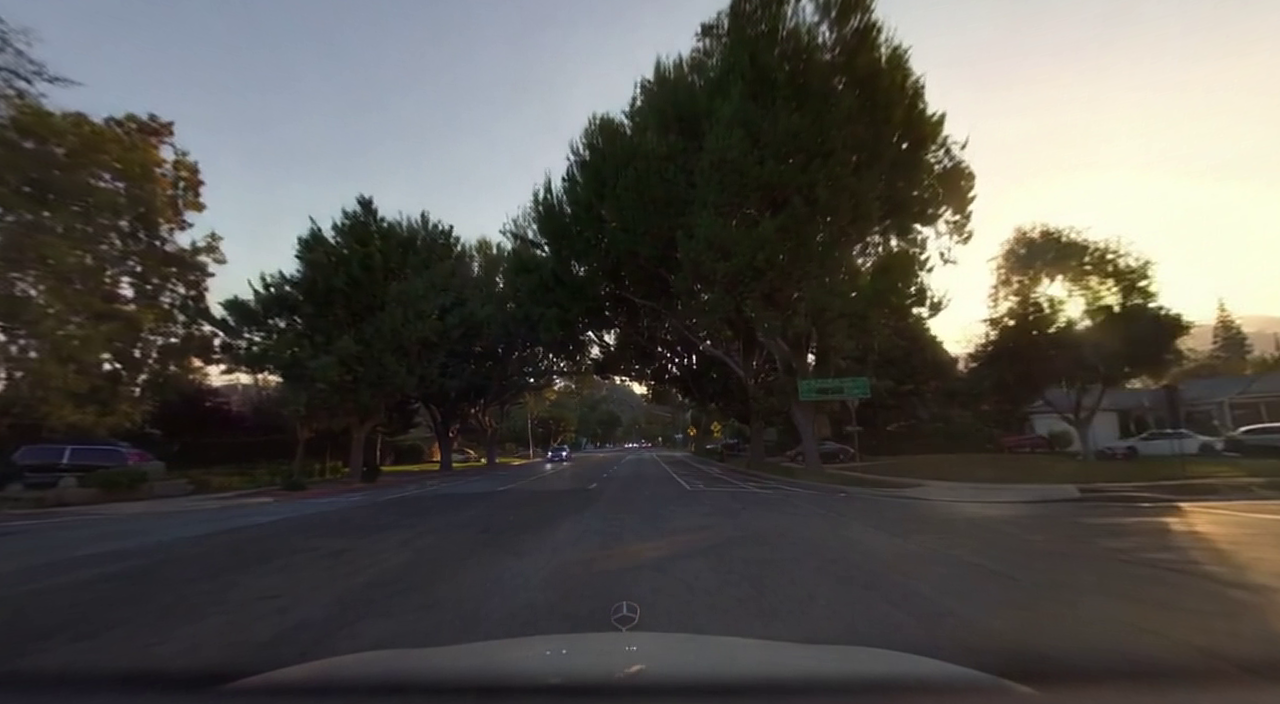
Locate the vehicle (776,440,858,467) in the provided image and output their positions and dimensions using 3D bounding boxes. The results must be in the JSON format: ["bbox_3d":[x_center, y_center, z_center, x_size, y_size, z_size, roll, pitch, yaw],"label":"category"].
[{"bbox_3d":[11.778,6.779,42.278,4.782,1.494,1.963,-3,-9,0],"label":"vehicle"}]
